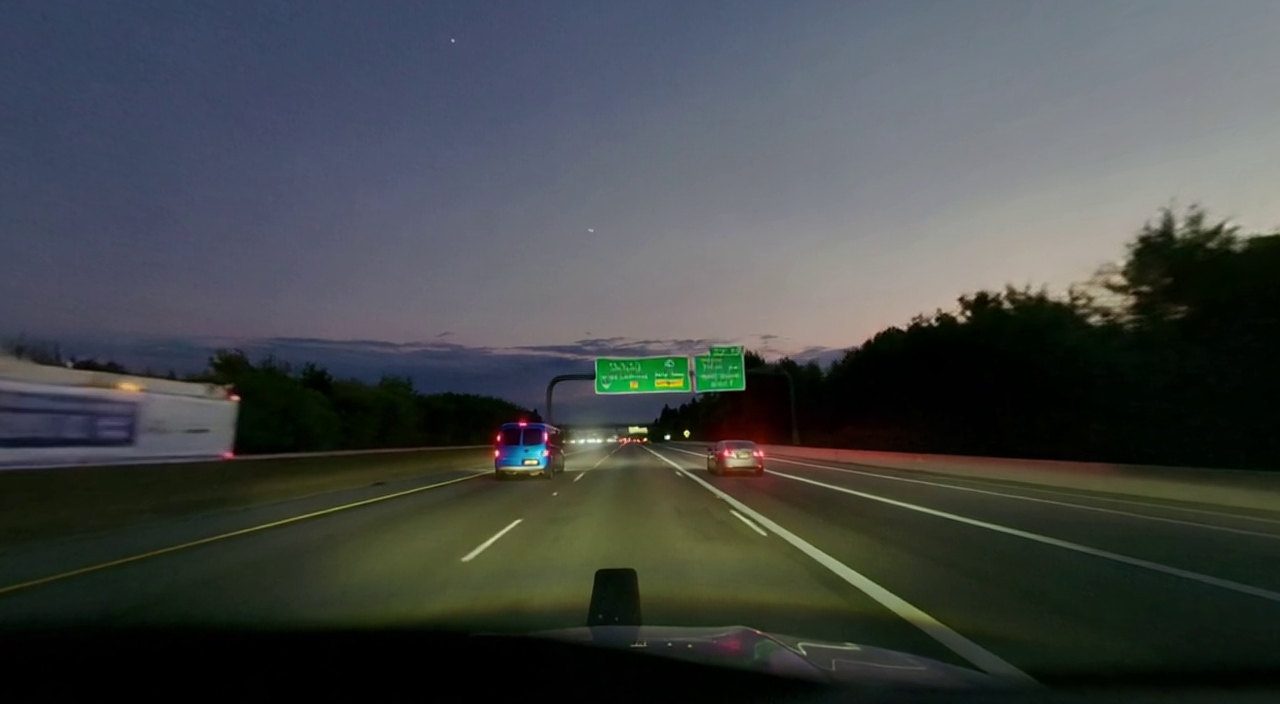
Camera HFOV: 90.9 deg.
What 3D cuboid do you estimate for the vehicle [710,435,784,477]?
[{"bbox_3d":[3.963,3.898,23.963,2.020,1.464,3.803,0,-8,-2],"label":"vehicle"}]

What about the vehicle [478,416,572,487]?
[{"bbox_3d":[-3.619,3.224,20.907,2.275,2.053,5.082,0,-8,-2],"label":"vehicle"}]

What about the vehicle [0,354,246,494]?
[{"bbox_3d":[-20.128,2.691,22.694,2.875,4.040,14.321,0,-8,-1],"label":"vehicle"}]
